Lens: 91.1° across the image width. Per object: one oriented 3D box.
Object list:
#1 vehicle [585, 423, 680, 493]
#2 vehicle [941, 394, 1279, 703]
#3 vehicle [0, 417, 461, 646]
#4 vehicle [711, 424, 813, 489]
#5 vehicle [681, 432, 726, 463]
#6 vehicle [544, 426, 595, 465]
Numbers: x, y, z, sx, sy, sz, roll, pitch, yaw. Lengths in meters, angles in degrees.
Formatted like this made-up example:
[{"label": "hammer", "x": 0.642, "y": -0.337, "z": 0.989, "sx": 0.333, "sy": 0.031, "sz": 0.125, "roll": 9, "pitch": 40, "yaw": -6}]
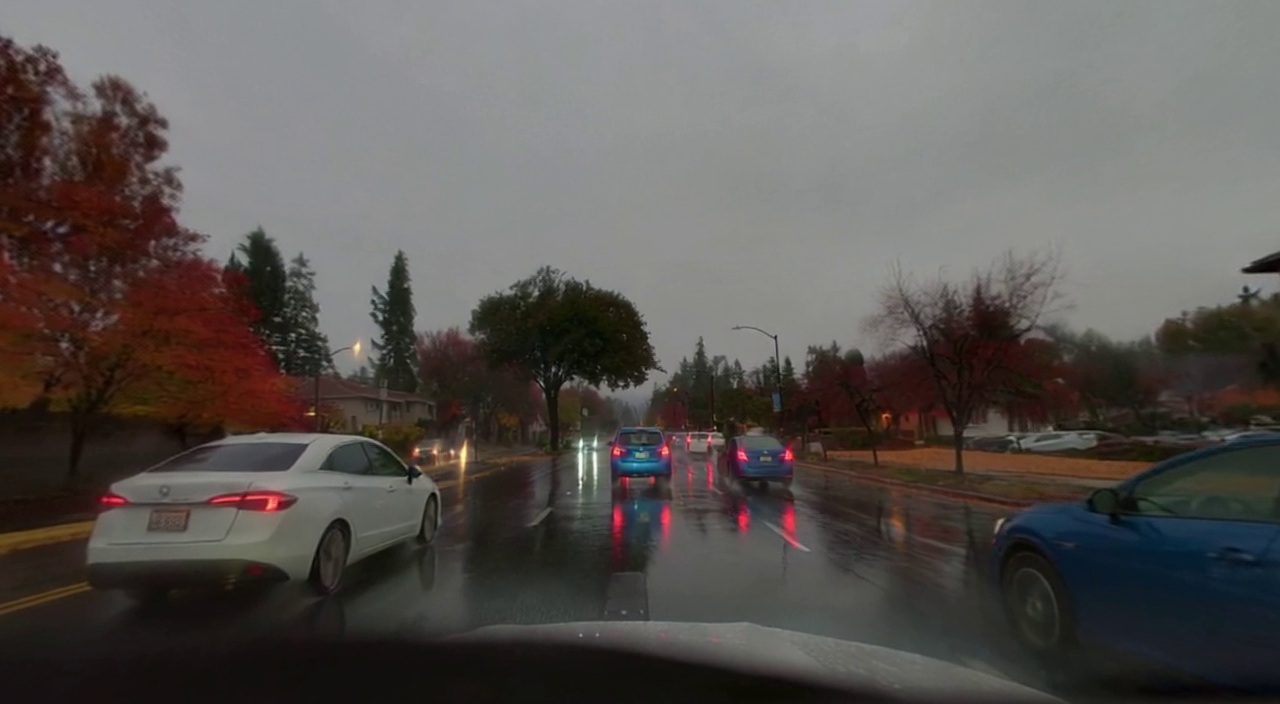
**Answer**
[{"label": "vehicle", "x": -0.217, "y": 2.873, "z": 17.349, "sx": 2.293, "sy": 1.662, "sz": 4.262, "roll": 0, "pitch": -8, "yaw": -1}, {"label": "vehicle", "x": 3.382, "y": 0.940, "z": 2.579, "sx": 2.060, "sy": 1.474, "sz": 4.475, "roll": 0, "pitch": -8, "yaw": 0}, {"label": "vehicle", "x": -3.548, "y": 1.502, "z": 6.433, "sx": 1.997, "sy": 1.479, "sz": 4.547, "roll": 0, "pitch": -8, "yaw": 1}, {"label": "vehicle", "x": 3.425, "y": 3.053, "z": 18.601, "sx": 2.019, "sy": 1.675, "sz": 4.488, "roll": 0, "pitch": -8, "yaw": -1}, {"label": "vehicle", "x": 3.605, "y": 5.553, "z": 36.464, "sx": 2.067, "sy": 1.687, "sz": 4.163, "roll": 0, "pitch": -8, "yaw": -2}, {"label": "vehicle", "x": -3.880, "y": 5.301, "z": 35.714, "sx": 2.246, "sy": 2.062, "sz": 5.123, "roll": 0, "pitch": -8, "yaw": 1}]
